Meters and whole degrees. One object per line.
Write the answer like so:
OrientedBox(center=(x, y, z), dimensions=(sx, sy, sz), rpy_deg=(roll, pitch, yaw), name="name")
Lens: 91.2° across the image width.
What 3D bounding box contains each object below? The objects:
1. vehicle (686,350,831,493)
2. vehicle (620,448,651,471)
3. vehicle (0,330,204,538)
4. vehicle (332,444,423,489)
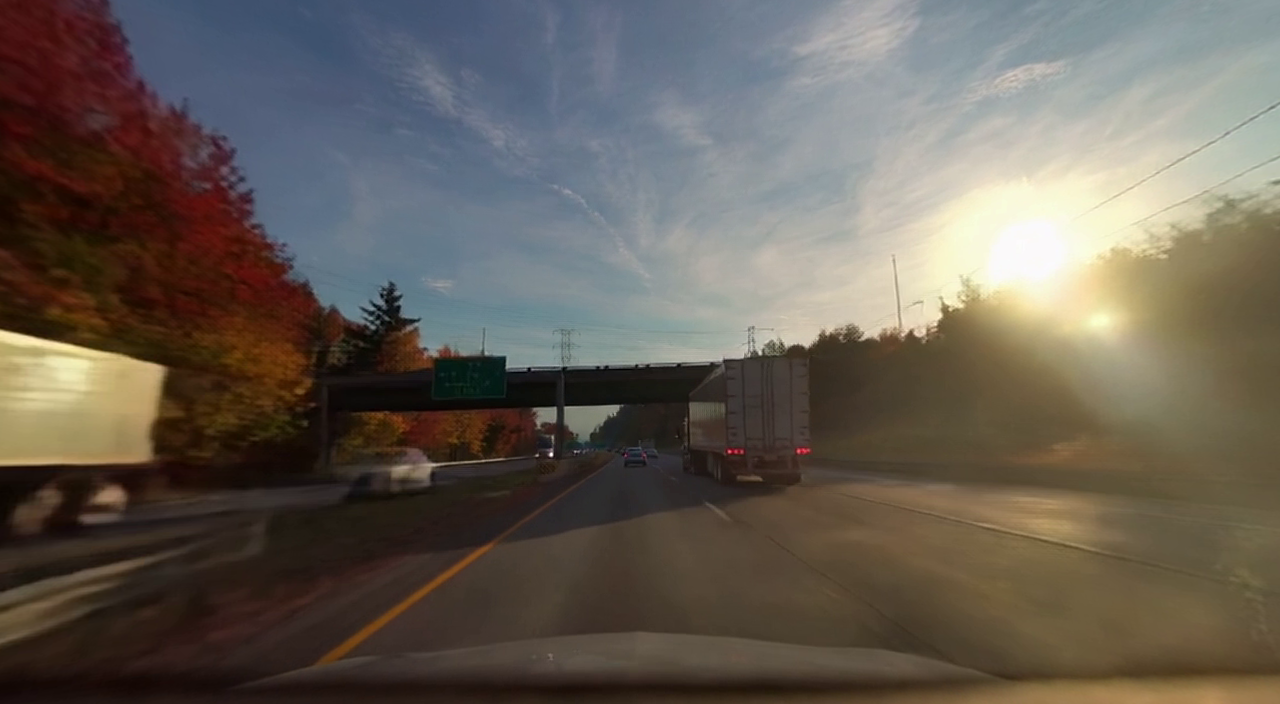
OrientedBox(center=(4.069, 3.184, 26.058), dimensions=(2.956, 4.281, 14.327), rpy_deg=(0, -9, -1), name="vehicle")
OrientedBox(center=(-0.328, 7.208, 42.211), dimensions=(1.961, 1.454, 3.755), rpy_deg=(0, -9, -1), name="vehicle")
OrientedBox(center=(-13.913, 1.447, 11.162), dimensions=(2.929, 3.987, 13.304), rpy_deg=(0, -9, -1), name="vehicle")
OrientedBox(center=(-9.699, 4.251, 23.490), dimensions=(1.800, 1.490, 3.879), rpy_deg=(0, -9, -1), name="vehicle")
